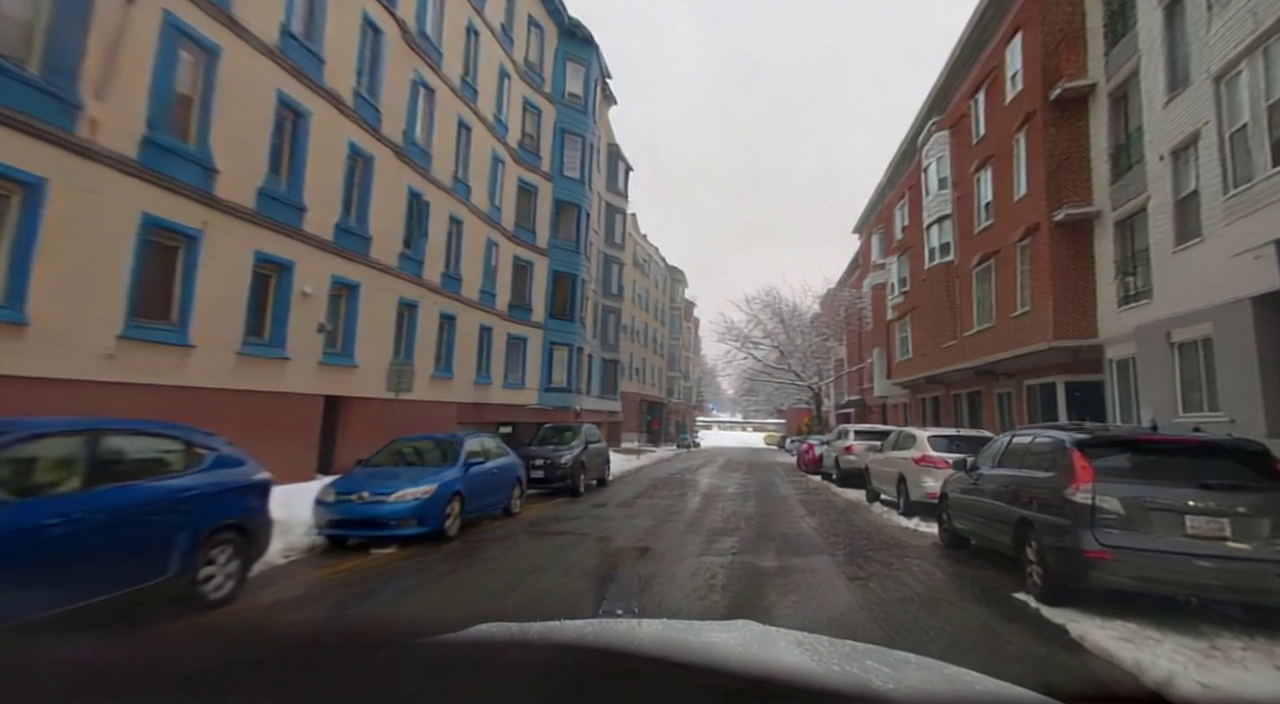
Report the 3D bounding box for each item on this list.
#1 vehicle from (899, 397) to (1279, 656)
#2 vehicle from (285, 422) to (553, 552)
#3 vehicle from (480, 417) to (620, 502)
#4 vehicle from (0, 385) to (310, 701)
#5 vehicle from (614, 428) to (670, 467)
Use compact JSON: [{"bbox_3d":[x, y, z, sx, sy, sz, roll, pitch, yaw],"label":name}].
[{"bbox_3d":[4.121,1.367,6.127,1.883,1.615,4.234,-1,-7,8],"label":"vehicle"},{"bbox_3d":[-2.834,1.790,9.279,1.830,1.427,4.294,-1,-7,10],"label":"vehicle"},{"bbox_3d":[-1.833,2.371,14.436,1.942,1.629,4.302,-1,-7,9],"label":"vehicle"},{"bbox_3d":[-3.890,1.003,3.677,1.719,1.519,3.414,-1,-7,8],"label":"vehicle"},{"bbox_3d":[0.159,4.017,26.756,1.840,1.493,3.761,-1,-7,9],"label":"vehicle"}]
